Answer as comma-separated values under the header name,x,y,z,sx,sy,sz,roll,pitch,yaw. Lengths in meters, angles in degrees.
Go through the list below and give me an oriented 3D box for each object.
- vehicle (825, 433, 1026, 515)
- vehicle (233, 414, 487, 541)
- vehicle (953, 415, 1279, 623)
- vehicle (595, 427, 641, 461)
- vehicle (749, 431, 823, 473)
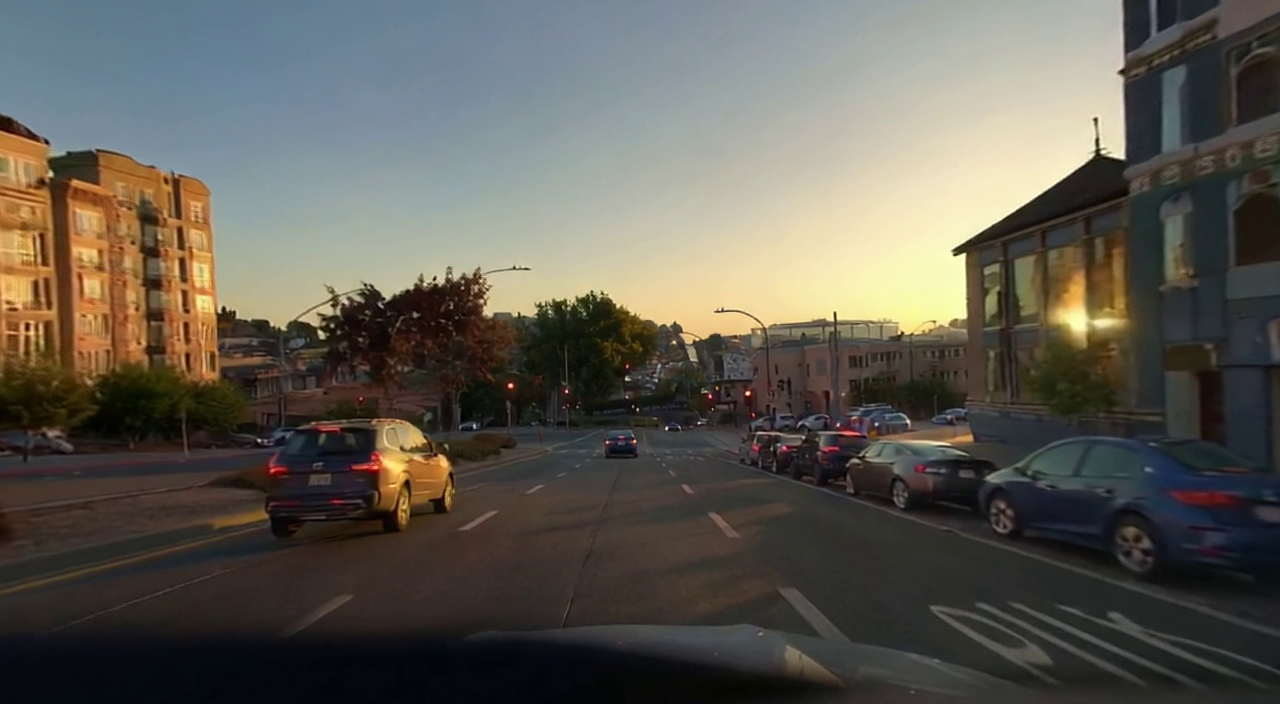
name,x,y,z,sx,sy,sz,roll,pitch,yaw
vehicle,5.967,2.571,14.029,2.089,1.488,4.663,0,-8,-3
vehicle,-3.942,1.819,9.926,1.934,1.522,4.464,0,-8,0
vehicle,5.932,1.668,7.474,2.019,1.670,4.550,0,-8,-1
vehicle,-0.993,4.415,30.361,2.082,1.520,3.896,0,-8,0
vehicle,5.712,3.966,25.293,1.959,1.513,4.104,0,-8,0
